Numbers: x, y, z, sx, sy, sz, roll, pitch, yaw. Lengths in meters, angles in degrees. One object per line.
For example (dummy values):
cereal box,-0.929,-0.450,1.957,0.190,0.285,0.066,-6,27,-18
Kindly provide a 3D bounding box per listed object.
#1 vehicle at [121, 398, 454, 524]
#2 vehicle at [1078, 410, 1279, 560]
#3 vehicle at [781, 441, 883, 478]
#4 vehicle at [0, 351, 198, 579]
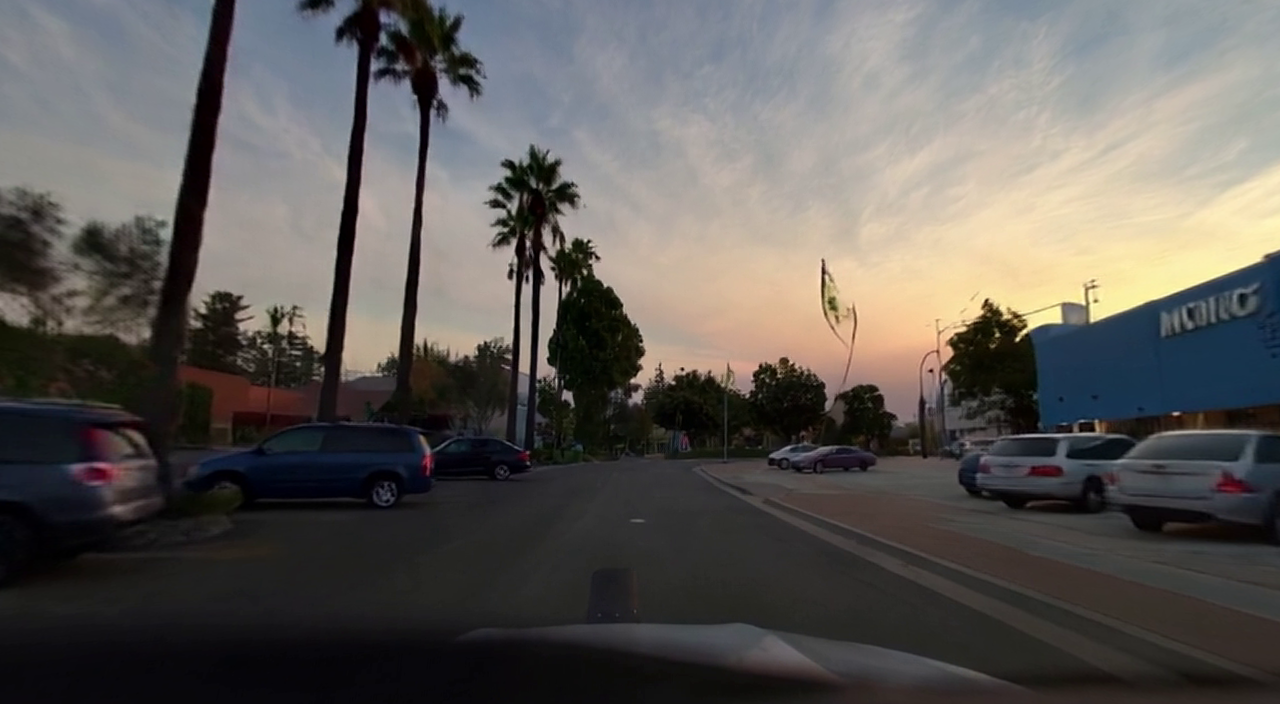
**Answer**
vehicle,-6.063,1.914,11.363,4.763,1.801,2.013,6,-11,-34
vehicle,9.540,1.950,9.865,4.916,1.814,2.232,4,-10,-27
vehicle,9.686,5.448,31.898,4.758,1.759,2.068,5,-12,-27
vehicle,-6.521,0.973,5.387,4.302,1.804,2.060,5,-12,-32
